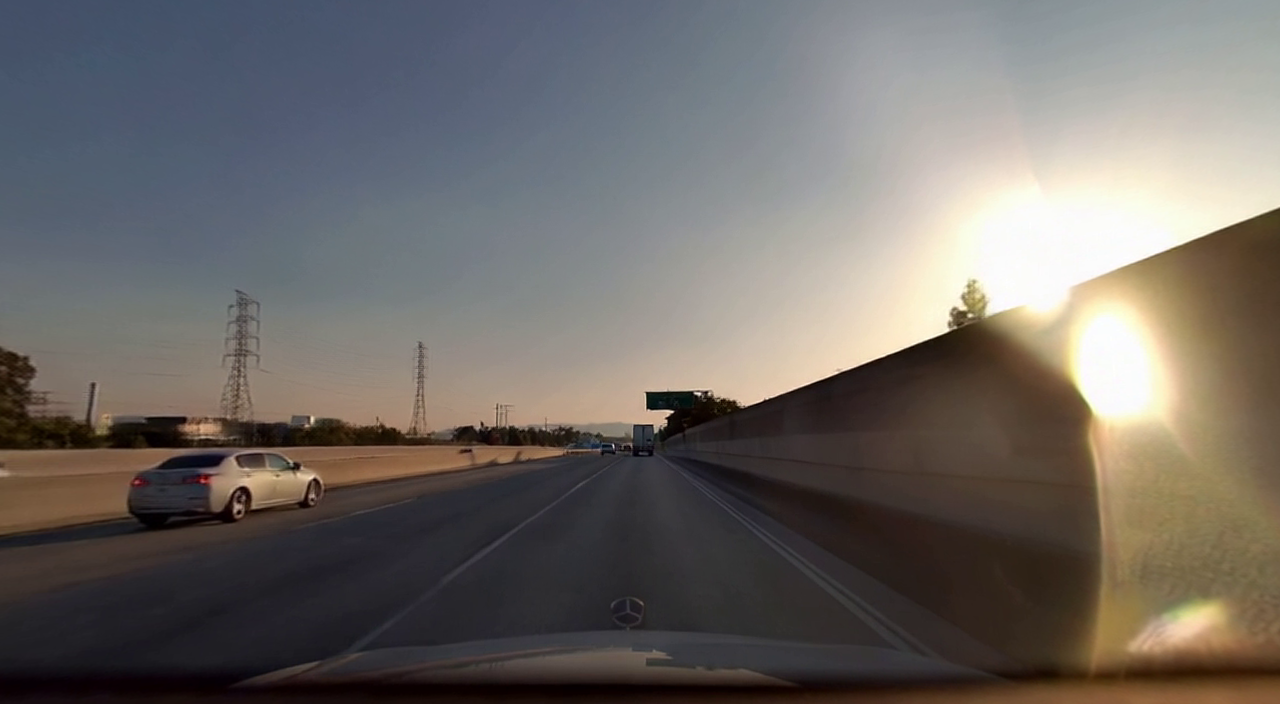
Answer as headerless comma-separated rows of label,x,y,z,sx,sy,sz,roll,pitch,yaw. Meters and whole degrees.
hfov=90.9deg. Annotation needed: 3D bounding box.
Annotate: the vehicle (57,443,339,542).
vehicle,-7.768,2.450,11.814,1.979,1.470,4.485,0,-8,1
